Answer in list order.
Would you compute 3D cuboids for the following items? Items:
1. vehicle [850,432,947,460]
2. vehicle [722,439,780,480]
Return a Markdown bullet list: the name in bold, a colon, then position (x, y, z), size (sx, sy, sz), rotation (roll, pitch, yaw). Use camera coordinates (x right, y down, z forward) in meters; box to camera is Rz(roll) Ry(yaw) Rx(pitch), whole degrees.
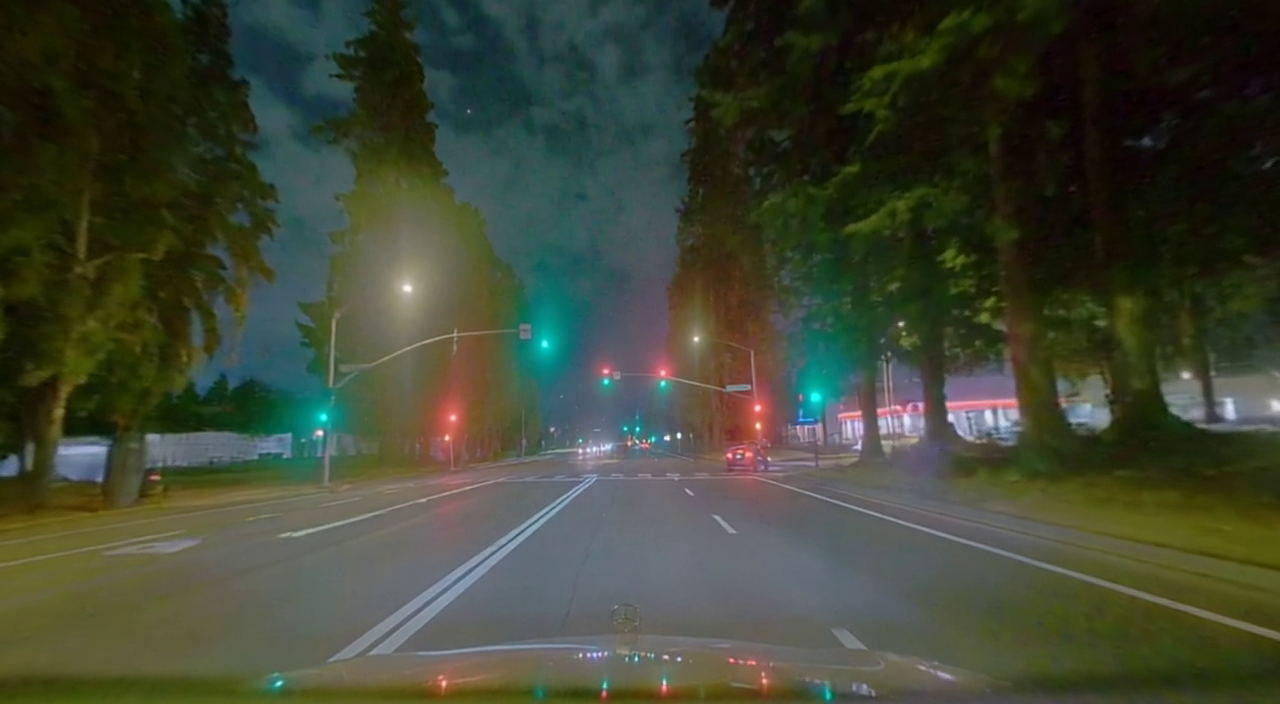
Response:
- **vehicle**: position (15.051, 5.518, 36.859), size (4.704, 1.544, 2.112), rotation (0, -9, 1)
- **vehicle**: position (4.468, 4.288, 25.393), size (2.064, 1.470, 4.610), rotation (-1, -9, 10)
